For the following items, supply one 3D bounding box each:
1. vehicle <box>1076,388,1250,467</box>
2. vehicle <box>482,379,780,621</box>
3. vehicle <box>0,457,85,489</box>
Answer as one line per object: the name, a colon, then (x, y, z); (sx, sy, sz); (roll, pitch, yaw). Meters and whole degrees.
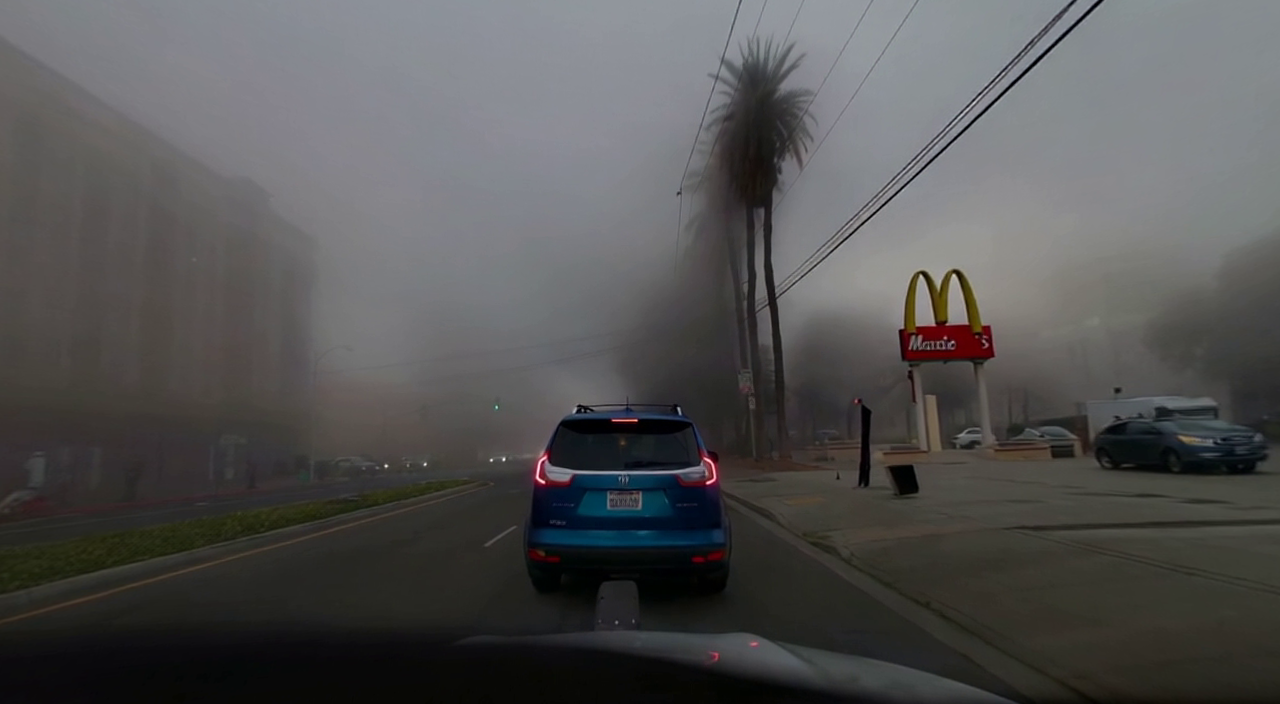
vehicle: (16.119, 2.388, 19.354); (6.060, 2.047, 2.490); (6, -11, -36)
vehicle: (-0.120, 1.401, 6.789); (2.234, 1.818, 3.869); (0, -9, -2)
vehicle: (-28.468, 5.370, 28.132); (5.154, 1.343, 1.943); (4, -9, -25)
